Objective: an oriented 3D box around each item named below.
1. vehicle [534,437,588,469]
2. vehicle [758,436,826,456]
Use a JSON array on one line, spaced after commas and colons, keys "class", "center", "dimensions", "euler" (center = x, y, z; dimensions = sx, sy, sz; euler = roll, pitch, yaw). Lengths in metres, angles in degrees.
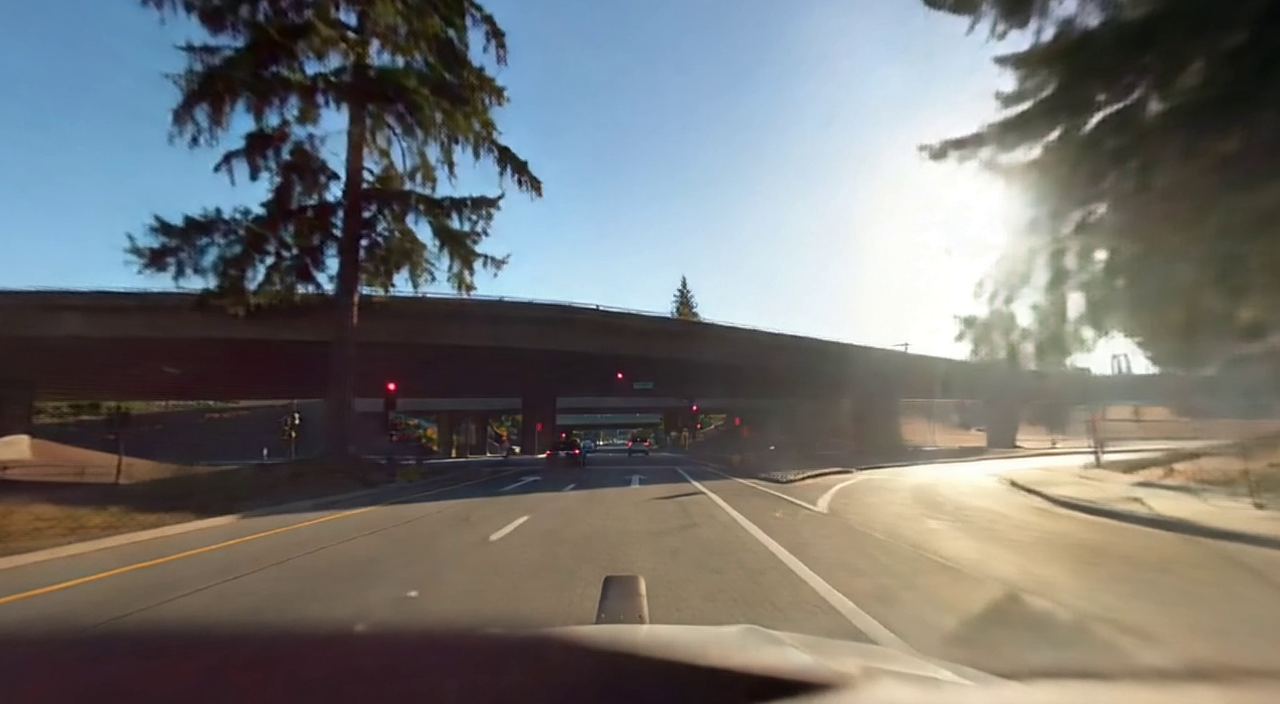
[{"class": "vehicle", "center": [-3.835, 4.984, 31.357], "dimensions": [2.082, 1.472, 4.310], "euler": [0, -9, 0]}, {"class": "vehicle", "center": [11.734, 7.283, 48.944], "dimensions": [4.691, 1.466, 1.800], "euler": [1, -9, -6]}]
